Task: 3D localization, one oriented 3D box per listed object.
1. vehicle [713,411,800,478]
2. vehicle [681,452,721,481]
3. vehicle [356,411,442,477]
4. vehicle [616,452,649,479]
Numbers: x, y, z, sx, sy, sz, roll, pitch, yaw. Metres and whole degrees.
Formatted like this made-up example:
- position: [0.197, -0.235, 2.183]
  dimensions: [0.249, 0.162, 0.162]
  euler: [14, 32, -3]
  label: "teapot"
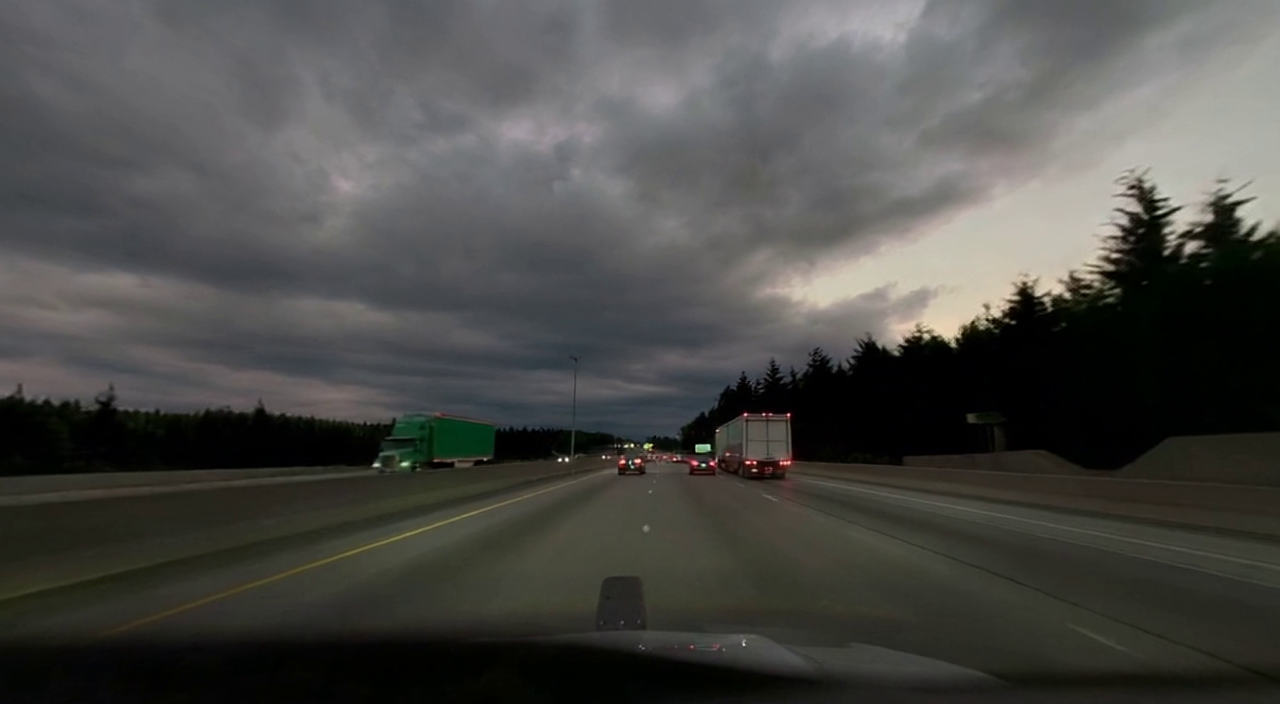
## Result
- position: [7.792, 6.730, 45.283]
  dimensions: [3.476, 3.855, 16.742]
  euler: [0, -9, 1]
  label: "vehicle"
- position: [3.444, 6.525, 36.099]
  dimensions: [1.957, 1.541, 4.099]
  euler: [0, -9, 1]
  label: "vehicle"
- position: [-15.801, 6.142, 41.861]
  dimensions: [2.938, 4.020, 6.109]
  euler: [-1, -9, 3]
  label: "vehicle"
- position: [-0.416, 7.068, 39.553]
  dimensions: [1.960, 1.579, 4.384]
  euler: [0, -9, 1]
  label: "vehicle"
